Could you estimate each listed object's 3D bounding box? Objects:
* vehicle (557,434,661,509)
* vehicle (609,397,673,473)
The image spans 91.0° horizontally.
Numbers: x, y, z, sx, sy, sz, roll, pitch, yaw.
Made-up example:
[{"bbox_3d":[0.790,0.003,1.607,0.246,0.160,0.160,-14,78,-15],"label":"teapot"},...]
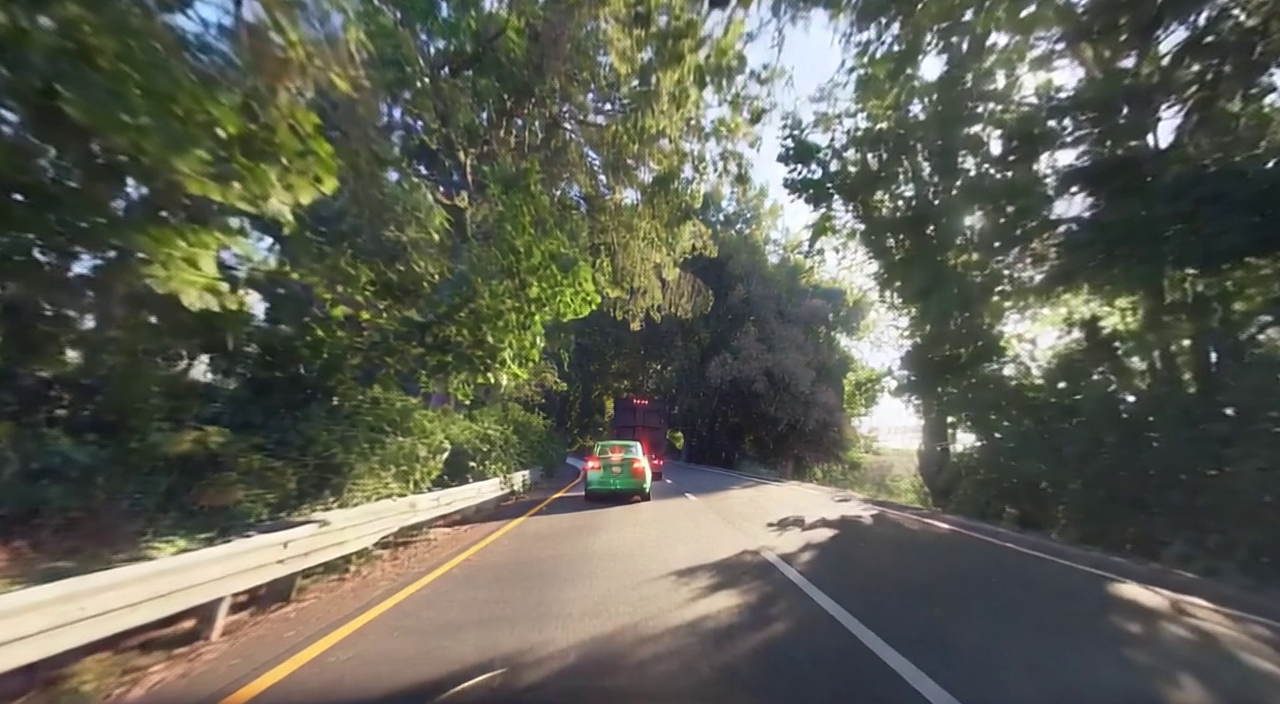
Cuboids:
[{"bbox_3d":[-0.602,2.701,14.699,2.076,1.490,4.078,0,-8,0],"label":"vehicle"},{"bbox_3d":[-0.010,4.921,36.588,3.085,3.682,11.755,0,-8,-1],"label":"vehicle"}]
